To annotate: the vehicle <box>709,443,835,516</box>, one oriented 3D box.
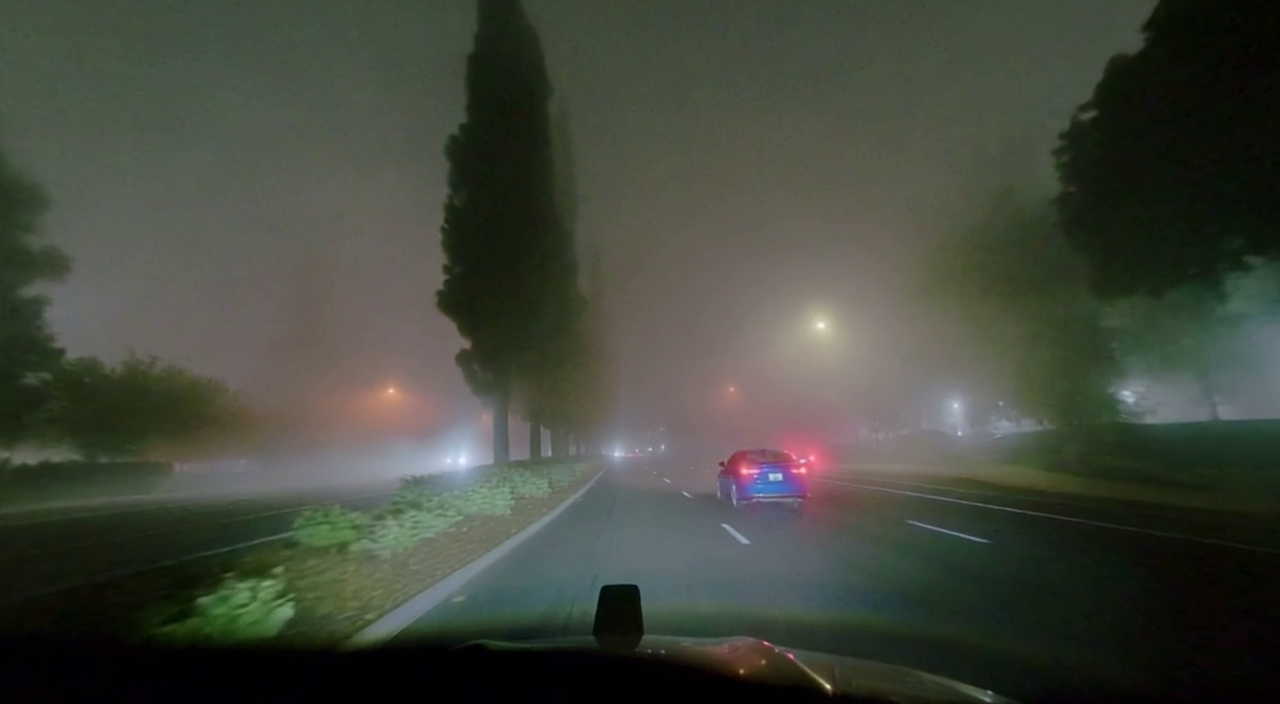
[{"bbox_3d":[2.931,2.949,15.077,1.950,1.473,4.259,0,-9,-2],"label":"vehicle"}]
